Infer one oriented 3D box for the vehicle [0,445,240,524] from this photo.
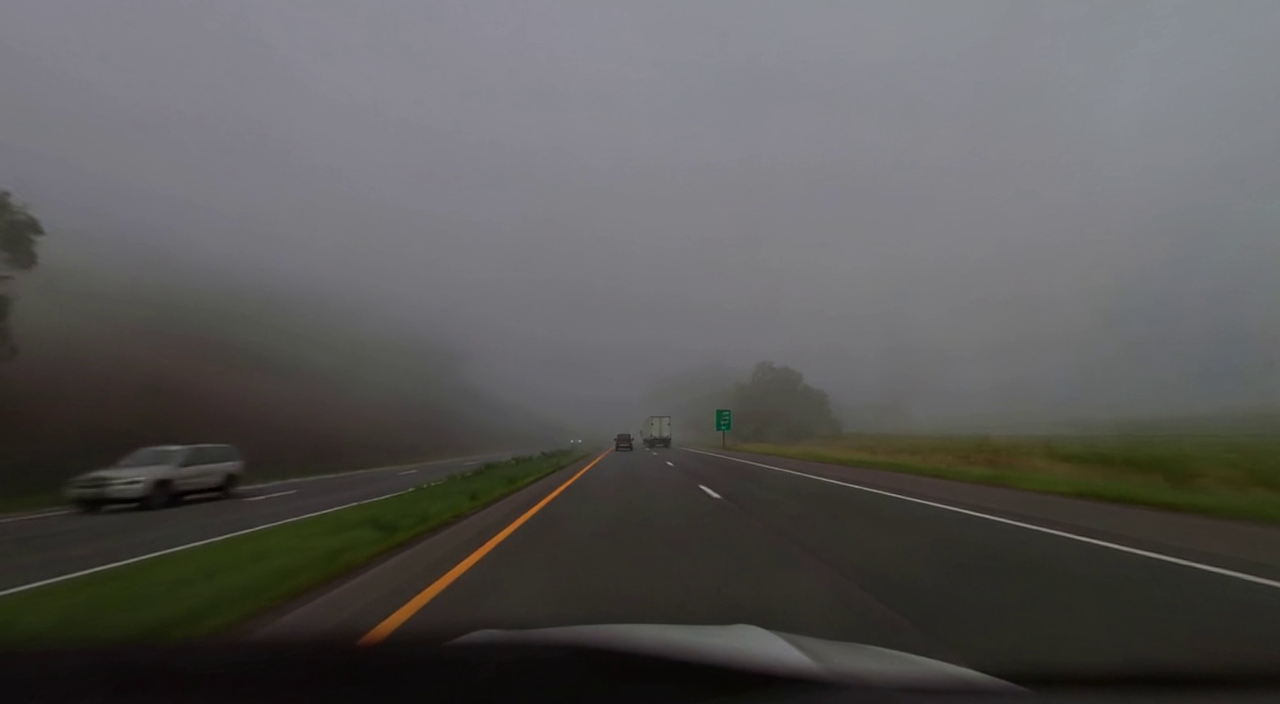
[{"bbox_3d":[-12.275,3.095,15.370,1.985,1.544,4.619,0,-8,-1],"label":"vehicle"}]
